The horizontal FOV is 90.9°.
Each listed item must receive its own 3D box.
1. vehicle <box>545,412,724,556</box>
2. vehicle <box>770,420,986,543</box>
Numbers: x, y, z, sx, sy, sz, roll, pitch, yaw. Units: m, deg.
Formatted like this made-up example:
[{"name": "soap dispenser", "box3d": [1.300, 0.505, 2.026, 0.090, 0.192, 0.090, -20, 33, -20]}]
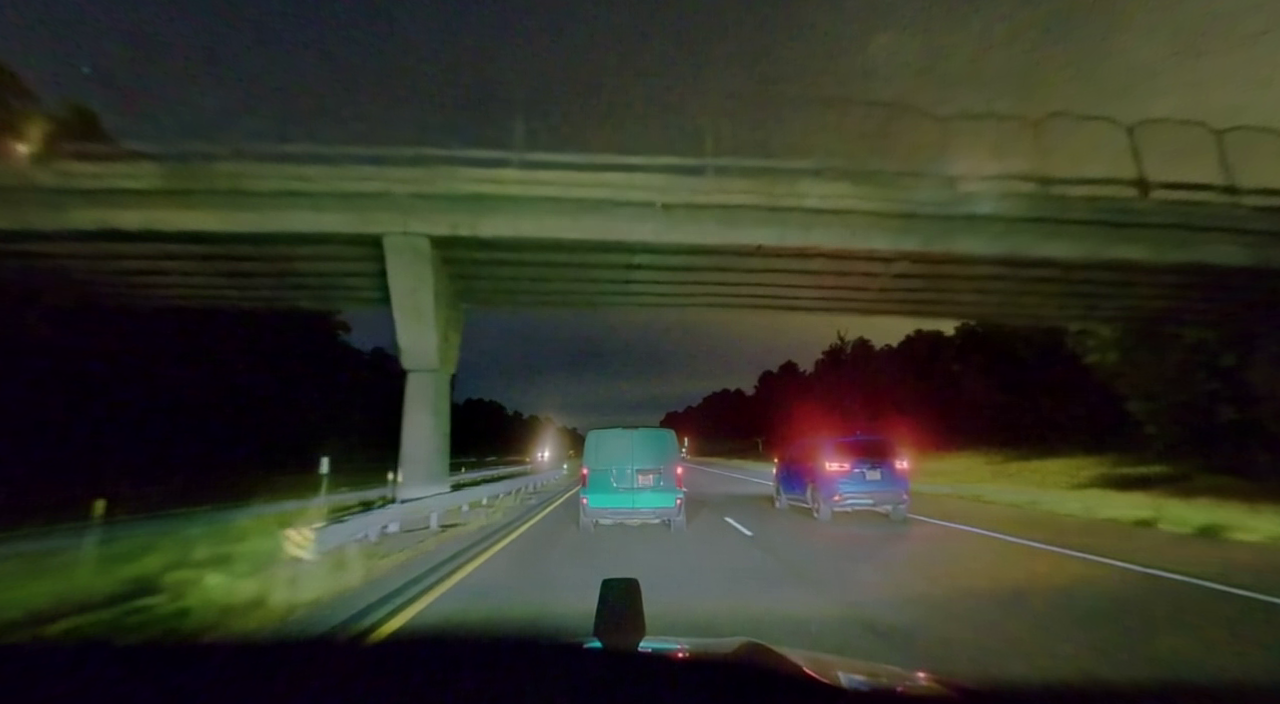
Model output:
[{"name": "vehicle", "box3d": [-0.087, 2.010, 10.169, 2.288, 1.823, 4.059, 0, -9, 0]}, {"name": "vehicle", "box3d": [3.937, 2.237, 11.489, 2.043, 1.767, 4.620, 0, -9, -1]}]
